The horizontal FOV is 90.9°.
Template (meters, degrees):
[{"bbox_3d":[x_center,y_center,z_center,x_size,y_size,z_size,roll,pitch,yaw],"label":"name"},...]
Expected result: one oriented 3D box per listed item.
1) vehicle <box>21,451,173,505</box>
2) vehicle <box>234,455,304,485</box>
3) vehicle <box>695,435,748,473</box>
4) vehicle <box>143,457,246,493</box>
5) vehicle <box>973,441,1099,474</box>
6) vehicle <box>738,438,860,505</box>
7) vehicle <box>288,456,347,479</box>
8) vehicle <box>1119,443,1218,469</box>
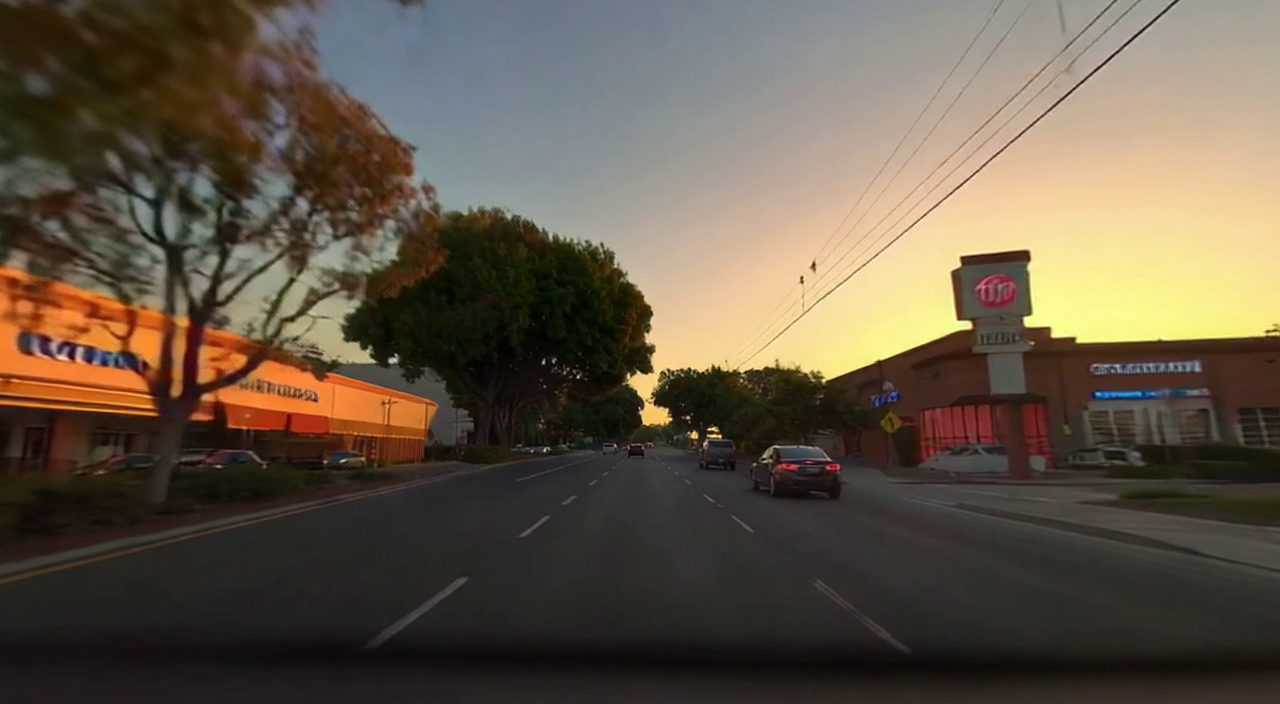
[{"bbox_3d":[-22.422,5.161,26.397,2.058,1.837,4.990,-3,-8,-2],"label":"vehicle"},{"bbox_3d":[-22.790,7.236,38.913,1.822,1.551,4.295,-3,-8,0],"label":"vehicle"},{"bbox_3d":[4.404,5.588,34.798,2.140,1.921,4.431,0,-8,-2],"label":"vehicle"},{"bbox_3d":[-22.700,6.243,32.410,1.833,1.534,4.821,-1,-8,-1],"label":"vehicle"},{"bbox_3d":[18.378,4.904,29.424,4.502,1.459,2.082,0,-8,-2],"label":"vehicle"},{"bbox_3d":[3.892,2.989,16.257,1.916,1.459,4.335,0,-8,-2],"label":"vehicle"},{"bbox_3d":[-22.780,8.156,44.730,1.804,1.460,4.515,0,-8,1],"label":"vehicle"},{"bbox_3d":[31.627,6.235,37.794,4.343,1.469,1.877,1,-9,-3],"label":"vehicle"}]
